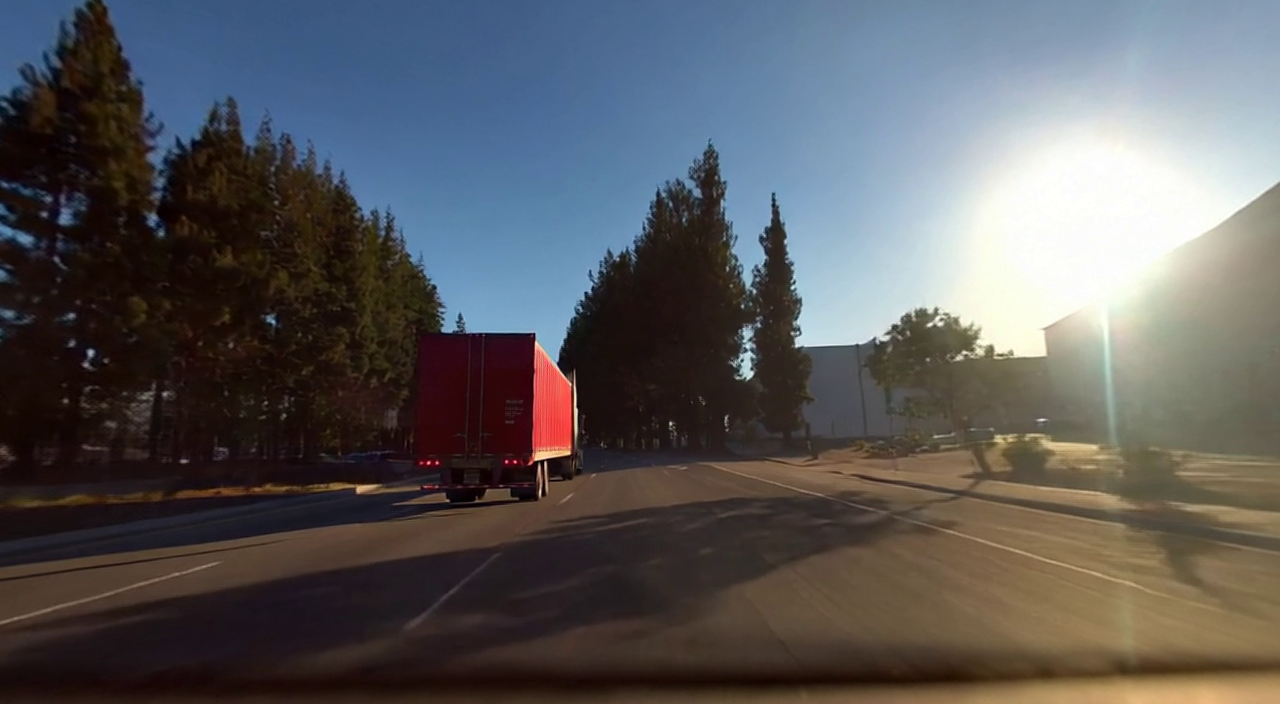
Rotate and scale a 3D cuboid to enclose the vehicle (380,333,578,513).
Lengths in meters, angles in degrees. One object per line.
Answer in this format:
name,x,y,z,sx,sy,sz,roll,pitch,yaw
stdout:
vehicle,-3.440,1.924,16.222,2.910,3.419,8.376,0,-8,0
